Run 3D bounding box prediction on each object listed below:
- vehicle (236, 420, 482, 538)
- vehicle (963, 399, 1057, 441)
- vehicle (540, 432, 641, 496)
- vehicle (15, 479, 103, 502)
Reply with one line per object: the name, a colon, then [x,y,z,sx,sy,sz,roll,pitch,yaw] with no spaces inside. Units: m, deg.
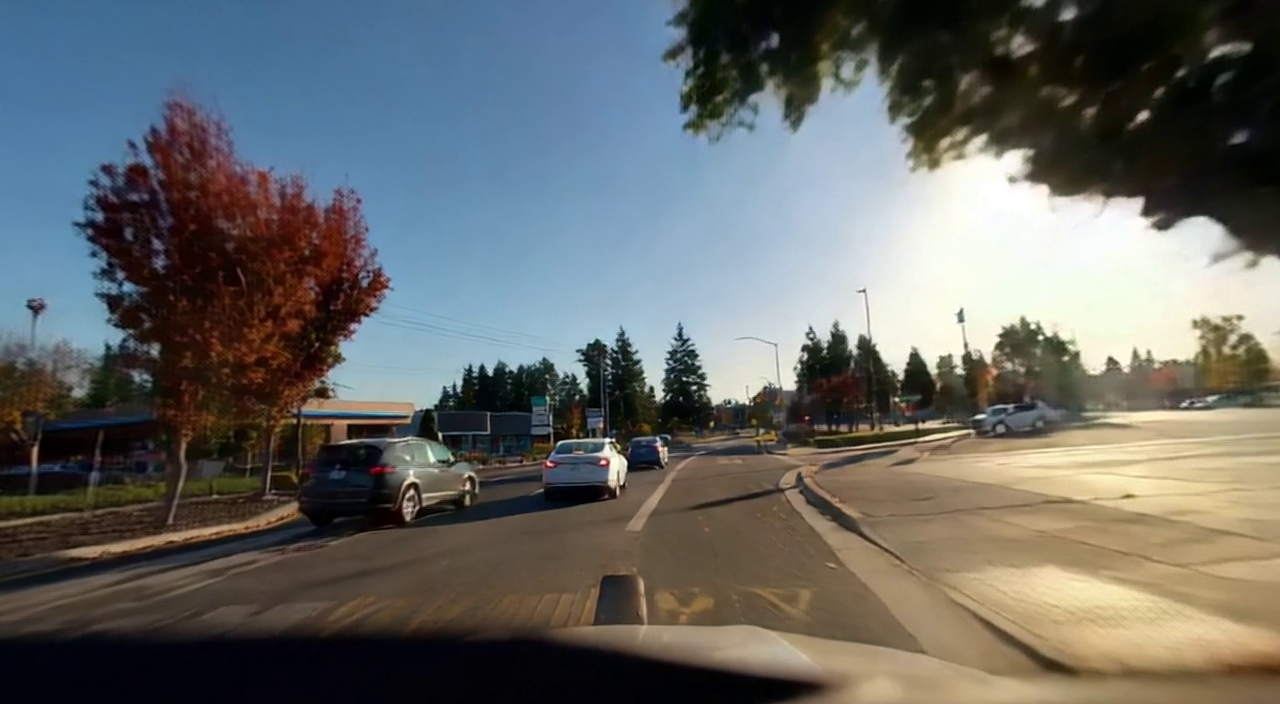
vehicle: [-4.954,2.306,12.096,2.102,1.774,4.662,-1,-9,7]
vehicle: [21.552,4.085,37.023,2.322,2.152,5.668,-2,-8,4]
vehicle: [-1.260,3.114,17.855,2.060,1.580,3.980,-1,-9,8]
vehicle: [-40.964,9.768,44.412,4.384,1.490,2.031,-1,-10,6]
